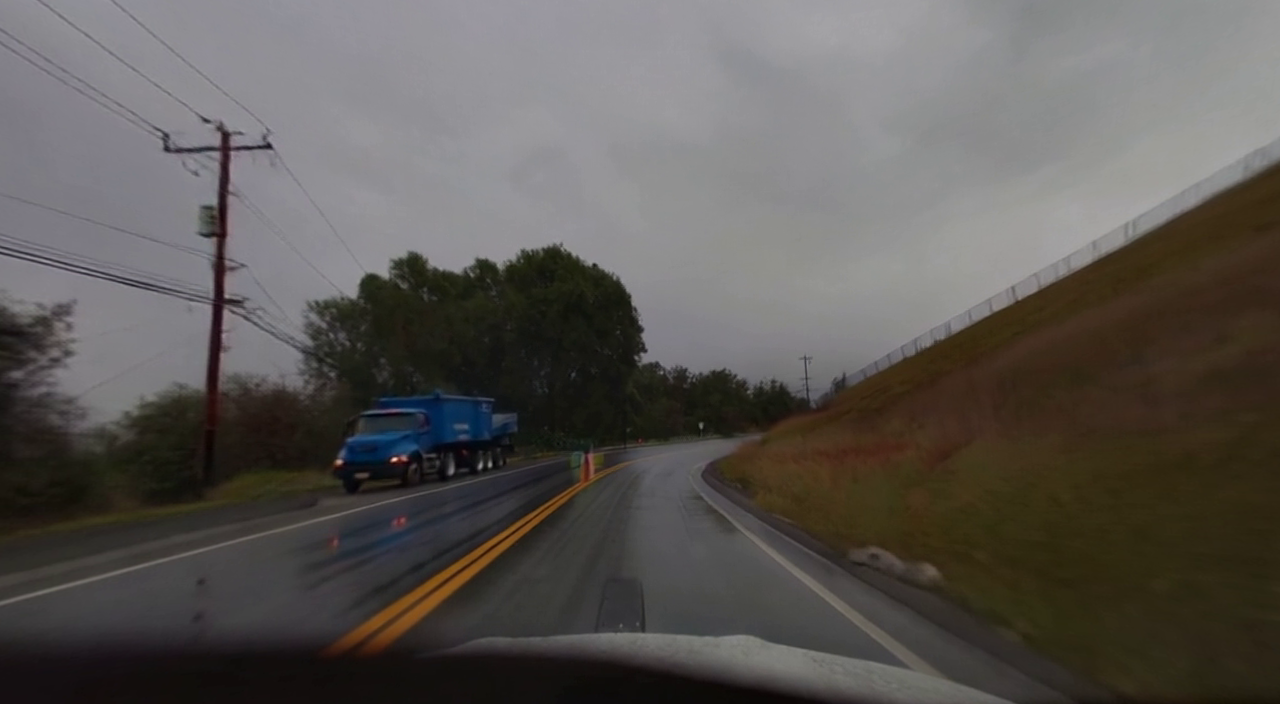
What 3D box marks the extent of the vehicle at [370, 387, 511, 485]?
[{"bbox_3d":[-7.641,3.372,25.317,3.031,3.185,7.053,-4,-8,3],"label":"vehicle"}]
